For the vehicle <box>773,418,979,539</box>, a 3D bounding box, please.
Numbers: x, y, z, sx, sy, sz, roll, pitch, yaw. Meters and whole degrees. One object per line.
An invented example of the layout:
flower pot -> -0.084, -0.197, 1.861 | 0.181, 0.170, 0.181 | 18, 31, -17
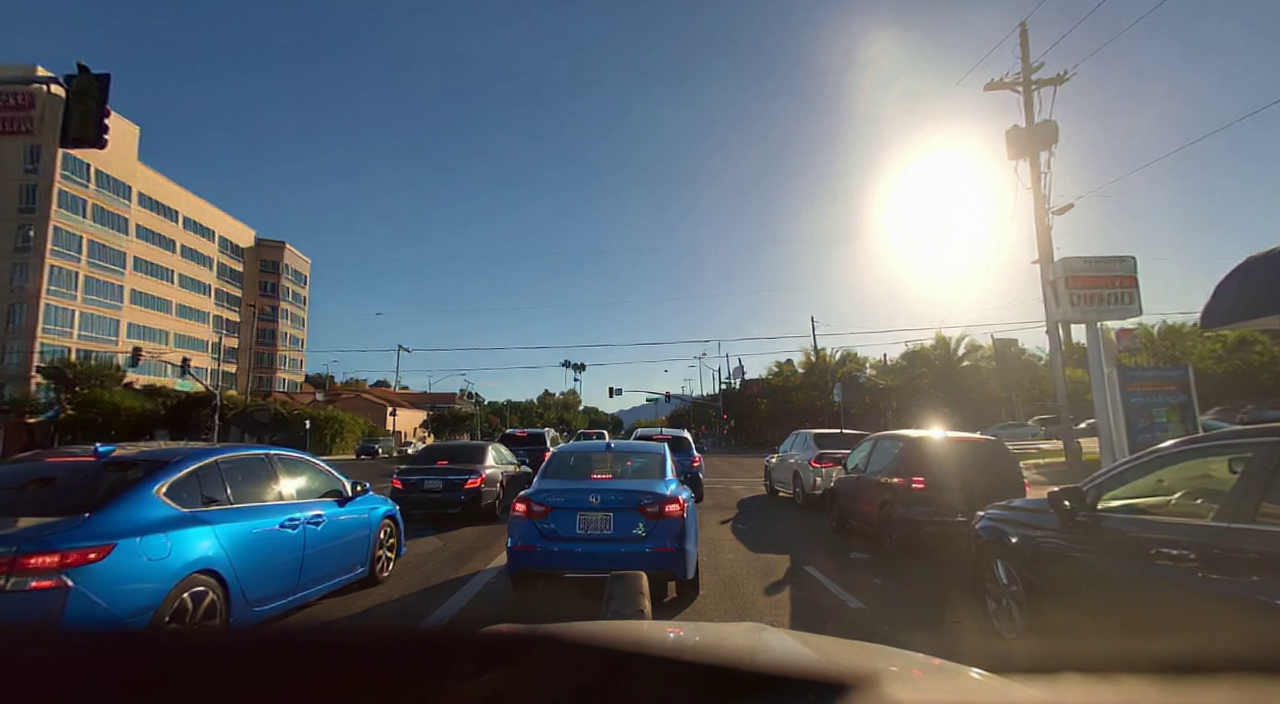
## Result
vehicle -> 3.768, 2.097, 11.019 | 2.007, 1.683, 4.171 | 0, -8, 1

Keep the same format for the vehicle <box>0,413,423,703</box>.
vehicle -> -3.403, 1.299, 4.721 | 1.980, 1.454, 4.226 | 0, -8, 1

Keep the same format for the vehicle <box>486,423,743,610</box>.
vehicle -> -0.192, 1.622, 7.124 | 2.059, 1.477, 3.988 | 0, -8, 0

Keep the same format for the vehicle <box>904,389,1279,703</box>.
vehicle -> 3.416, 1.072, 3.561 | 1.981, 1.499, 4.536 | 0, -8, 2
